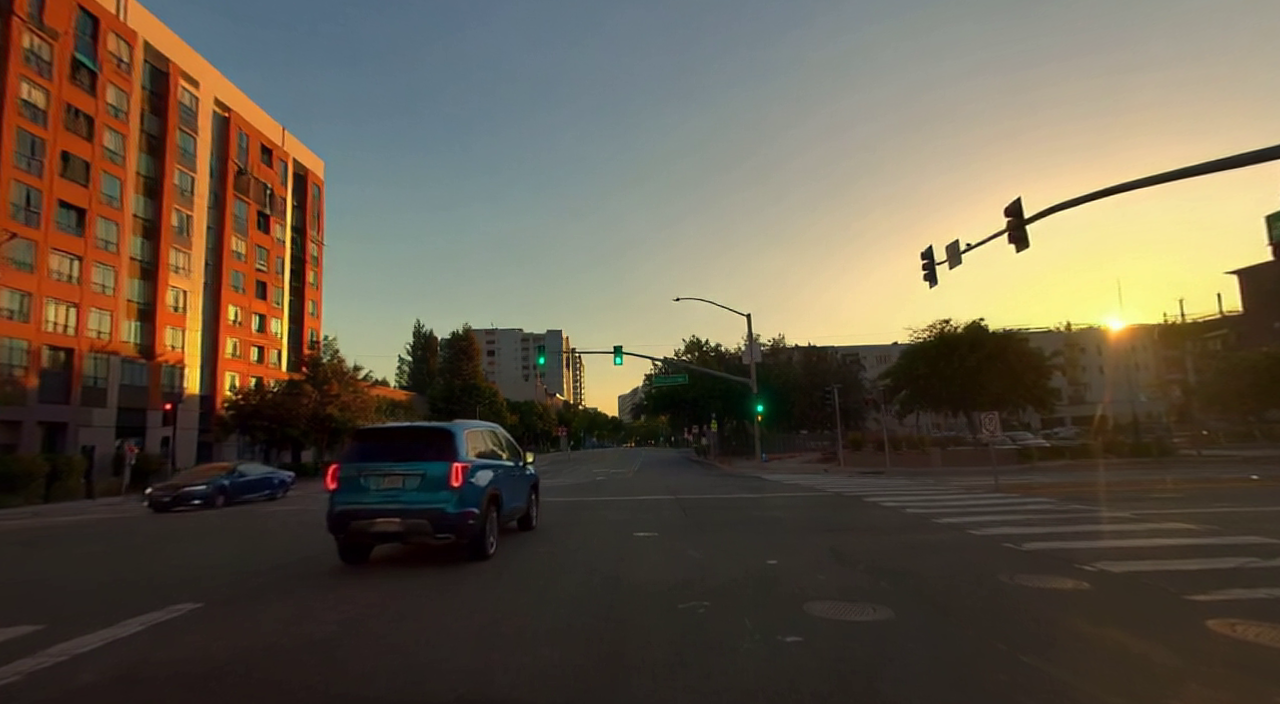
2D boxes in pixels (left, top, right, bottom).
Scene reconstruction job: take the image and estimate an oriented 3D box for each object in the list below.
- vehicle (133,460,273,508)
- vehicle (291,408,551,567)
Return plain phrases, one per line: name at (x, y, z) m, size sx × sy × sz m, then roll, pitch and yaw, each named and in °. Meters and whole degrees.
vehicle at (-16.030, 4.829, 23.478) m, size 2.028 × 1.455 × 4.421 m, roll -1°, pitch -8°, yaw 1°
vehicle at (-2.839, 1.876, 9.517) m, size 2.123 × 1.799 × 4.425 m, roll -1°, pitch -8°, yaw 3°
